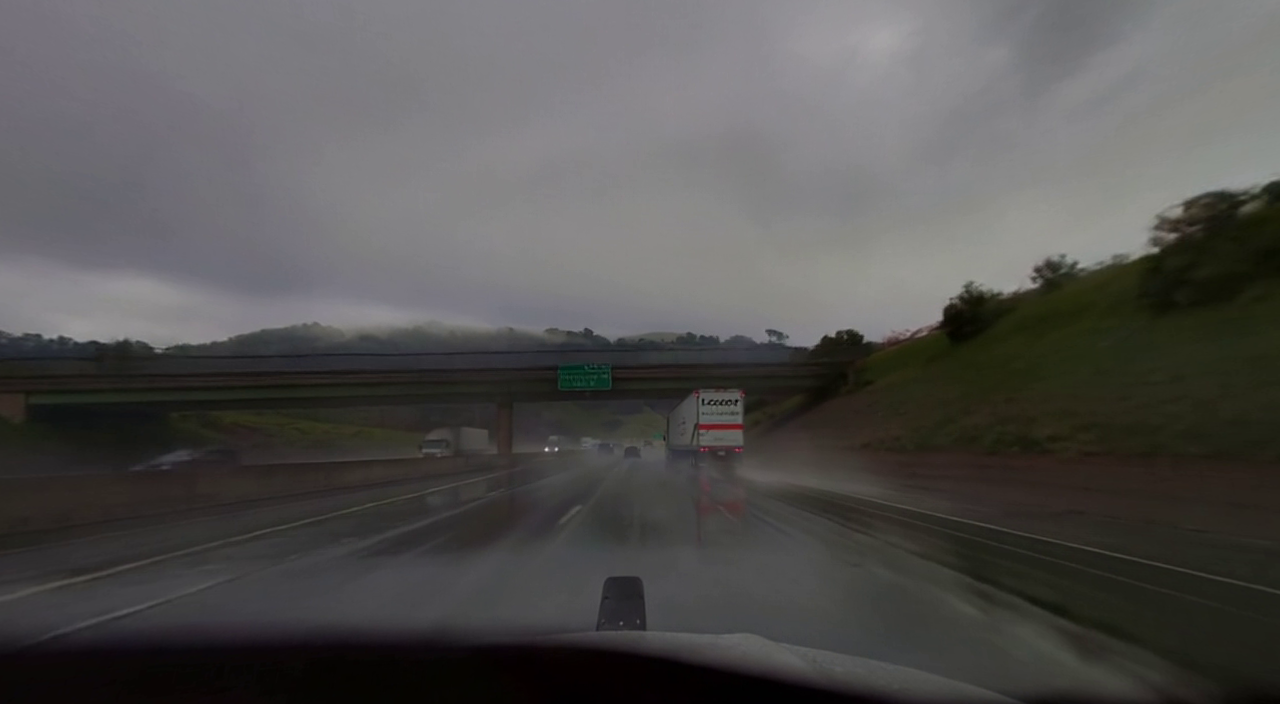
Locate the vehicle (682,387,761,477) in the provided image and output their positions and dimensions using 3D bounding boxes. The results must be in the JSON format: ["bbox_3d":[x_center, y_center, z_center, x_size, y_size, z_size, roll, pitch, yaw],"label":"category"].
[{"bbox_3d":[3.908,4.213,32.486,2.885,3.992,8.526,0,-9,0],"label":"vehicle"}]
